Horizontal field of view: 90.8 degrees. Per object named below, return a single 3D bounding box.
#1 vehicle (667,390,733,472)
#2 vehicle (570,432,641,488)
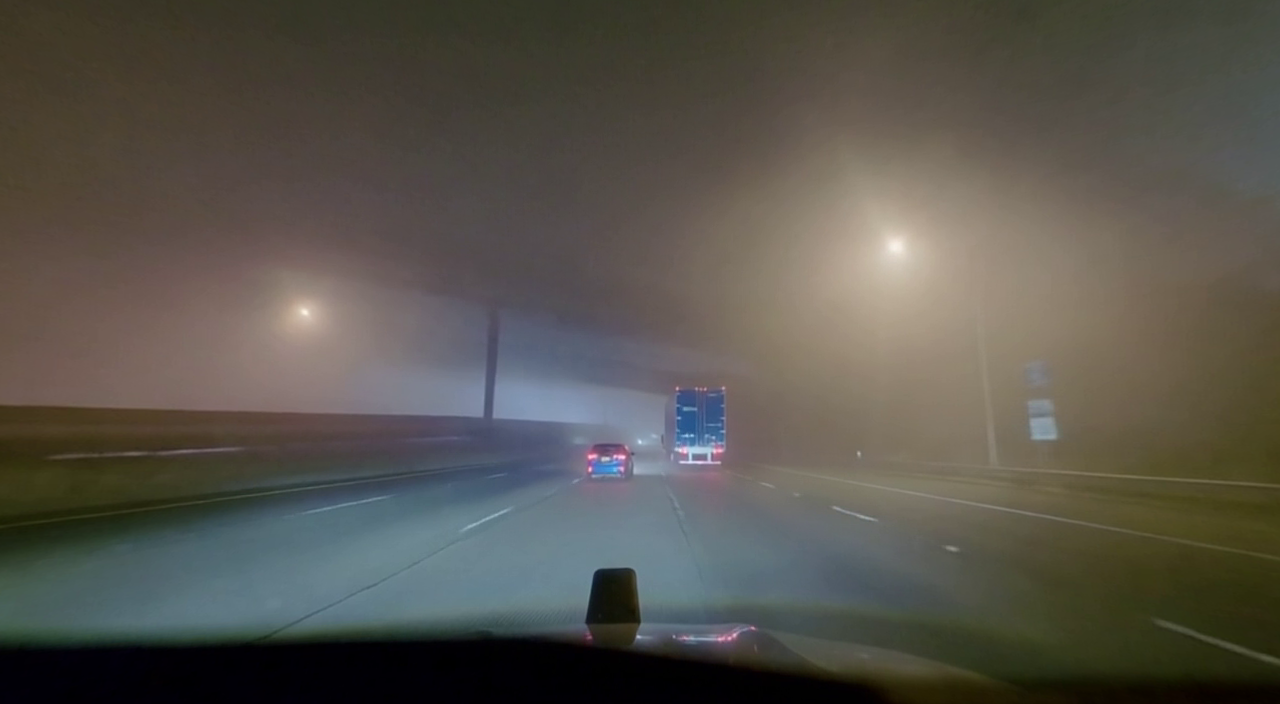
[{"bbox_3d":[3.216,4.672,36.504,2.964,4.063,10.072,0,-9,1],"label":"vehicle"},{"bbox_3d":[-1.046,3.674,21.784,2.077,1.716,4.514,0,-9,1],"label":"vehicle"}]
